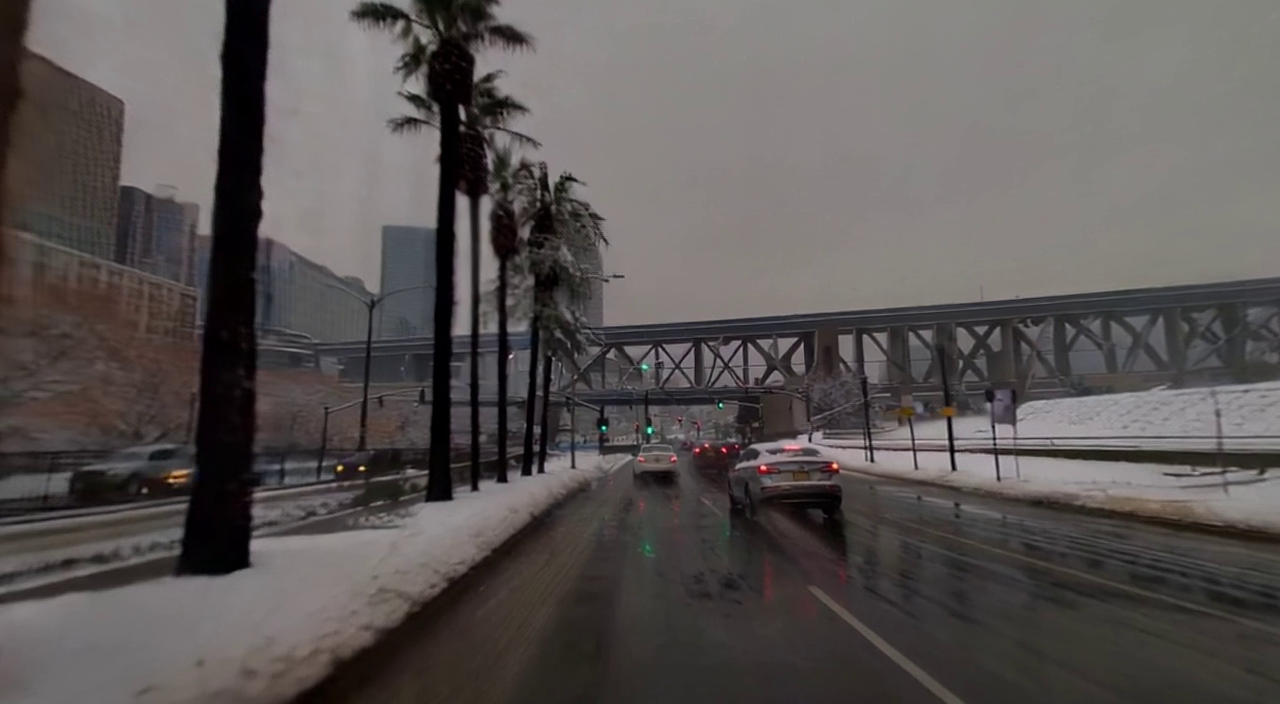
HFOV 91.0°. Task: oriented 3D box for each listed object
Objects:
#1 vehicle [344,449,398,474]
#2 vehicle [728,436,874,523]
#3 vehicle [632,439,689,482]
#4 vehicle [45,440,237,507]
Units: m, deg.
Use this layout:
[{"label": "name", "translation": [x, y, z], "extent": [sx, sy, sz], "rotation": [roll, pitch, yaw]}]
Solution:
[{"label": "vehicle", "translation": [-18.760, 7.621, 44.082], "extent": [1.850, 1.590, 4.201], "rotation": [0, -9, 1]}, {"label": "vehicle", "translation": [3.186, 2.625, 13.645], "extent": [2.051, 1.509, 4.933], "rotation": [0, -9, 2]}, {"label": "vehicle", "translation": [0.884, 4.225, 24.693], "extent": [2.077, 1.518, 3.760], "rotation": [-1, -9, 4]}, {"label": "vehicle", "translation": [-15.699, 3.802, 20.300], "extent": [2.048, 1.830, 5.136], "rotation": [0, -9, -1]}]
